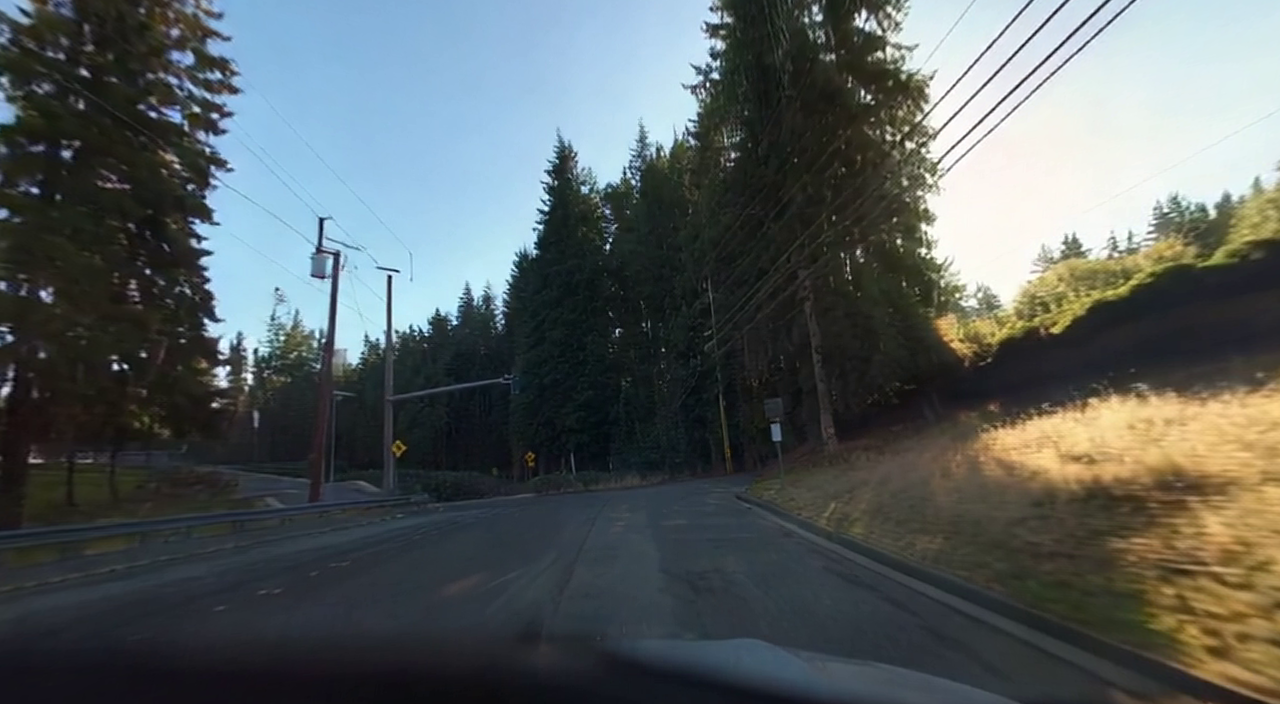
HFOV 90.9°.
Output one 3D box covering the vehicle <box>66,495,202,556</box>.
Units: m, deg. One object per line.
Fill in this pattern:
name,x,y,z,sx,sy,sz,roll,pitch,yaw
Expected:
vehicle,-17.621,5.950,21.945,4.043,1.673,1.970,-4,-10,25
